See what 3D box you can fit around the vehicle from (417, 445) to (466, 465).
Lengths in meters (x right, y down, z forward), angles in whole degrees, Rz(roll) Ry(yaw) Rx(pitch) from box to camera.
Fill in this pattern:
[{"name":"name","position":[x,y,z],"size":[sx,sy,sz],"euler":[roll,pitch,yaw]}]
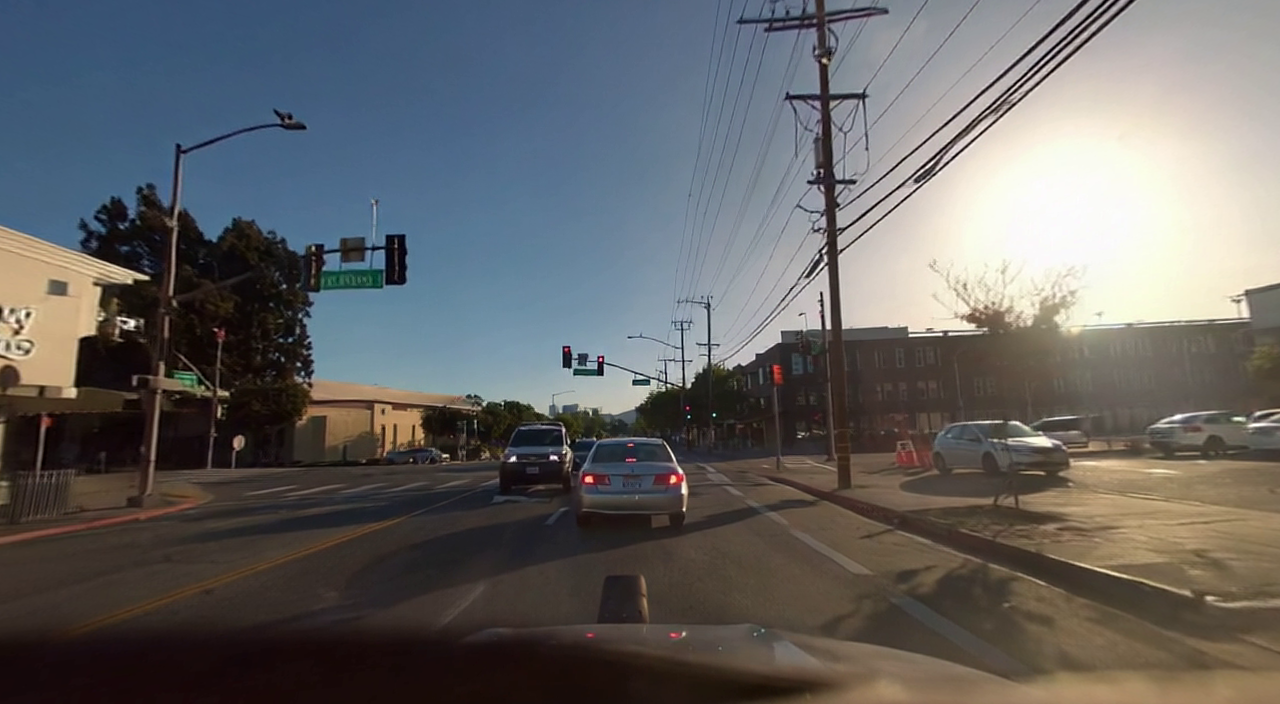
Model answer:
[{"name":"vehicle","position":[-15.633,8.048,49.515],"size":[2.111,1.511,4.641],"euler":[6,-10,-37]}]

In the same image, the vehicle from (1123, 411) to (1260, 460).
[{"name":"vehicle","position":[18.688,2.851,21.346],"size":[4.446,1.511,1.977],"euler":[4,-10,-29]}]

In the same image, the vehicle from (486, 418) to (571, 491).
[{"name":"vehicle","position":[-3.126,2.984,18.628],"size":[2.106,1.852,4.512],"euler":[1,-8,-5]}]

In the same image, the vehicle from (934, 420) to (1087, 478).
[{"name":"vehicle","position":[10.514,2.800,18.339],"size":[1.888,1.455,4.268],"euler":[0,-8,1]}]

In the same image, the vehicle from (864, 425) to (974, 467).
[{"name":"vehicle","position":[10.618,3.624,24.400],"size":[1.842,1.471,4.481],"euler":[1,-8,-6]}]

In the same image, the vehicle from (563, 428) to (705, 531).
[{"name":"vehicle","position":[-0.154,2.180,11.398],"size":[2.070,1.481,4.216],"euler":[0,-8,-2]}]
